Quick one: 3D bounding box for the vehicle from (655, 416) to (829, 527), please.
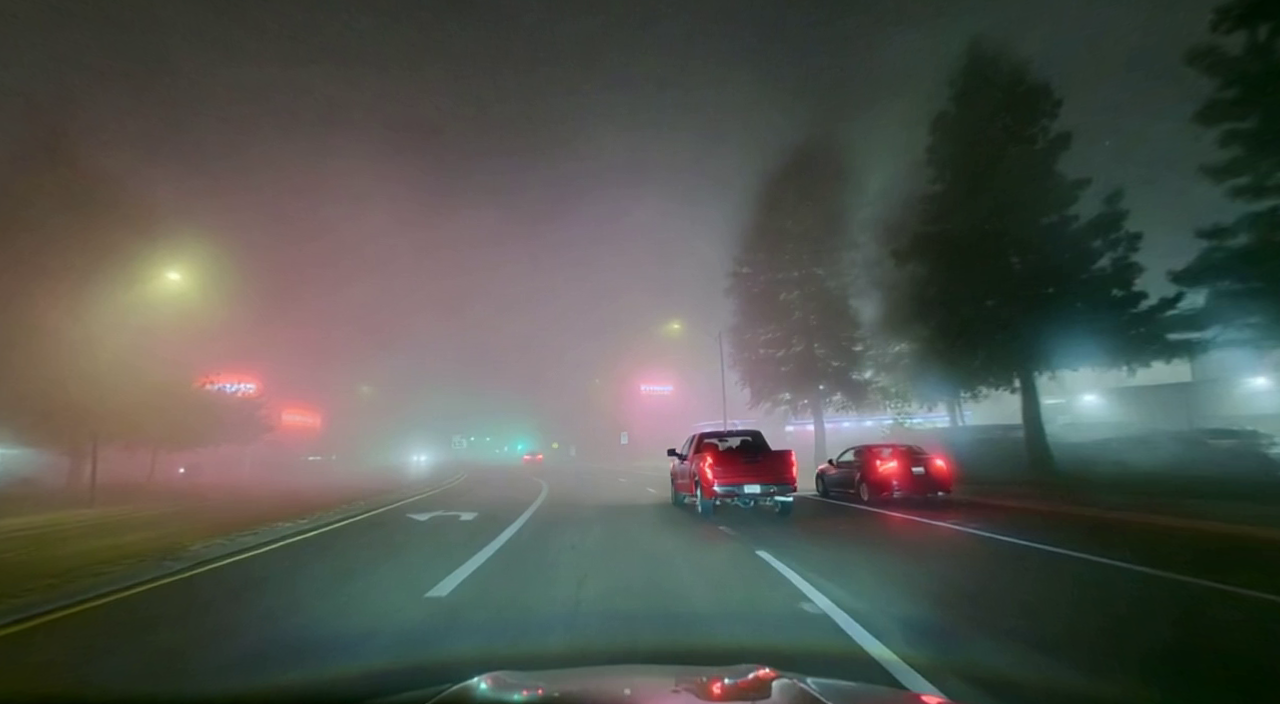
[{"bbox_3d":[1.709,2.296,12.677,2.214,1.749,4.998,1,-9,-6],"label":"vehicle"}]

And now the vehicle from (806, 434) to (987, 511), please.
[{"bbox_3d":[5.576,2.672,14.460,1.986,1.480,4.296,1,-9,-6],"label":"vehicle"}]

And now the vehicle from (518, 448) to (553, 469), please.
[{"bbox_3d":[-8.143,8.241,48.997,2.126,1.496,4.073,3,-9,-16],"label":"vehicle"}]
